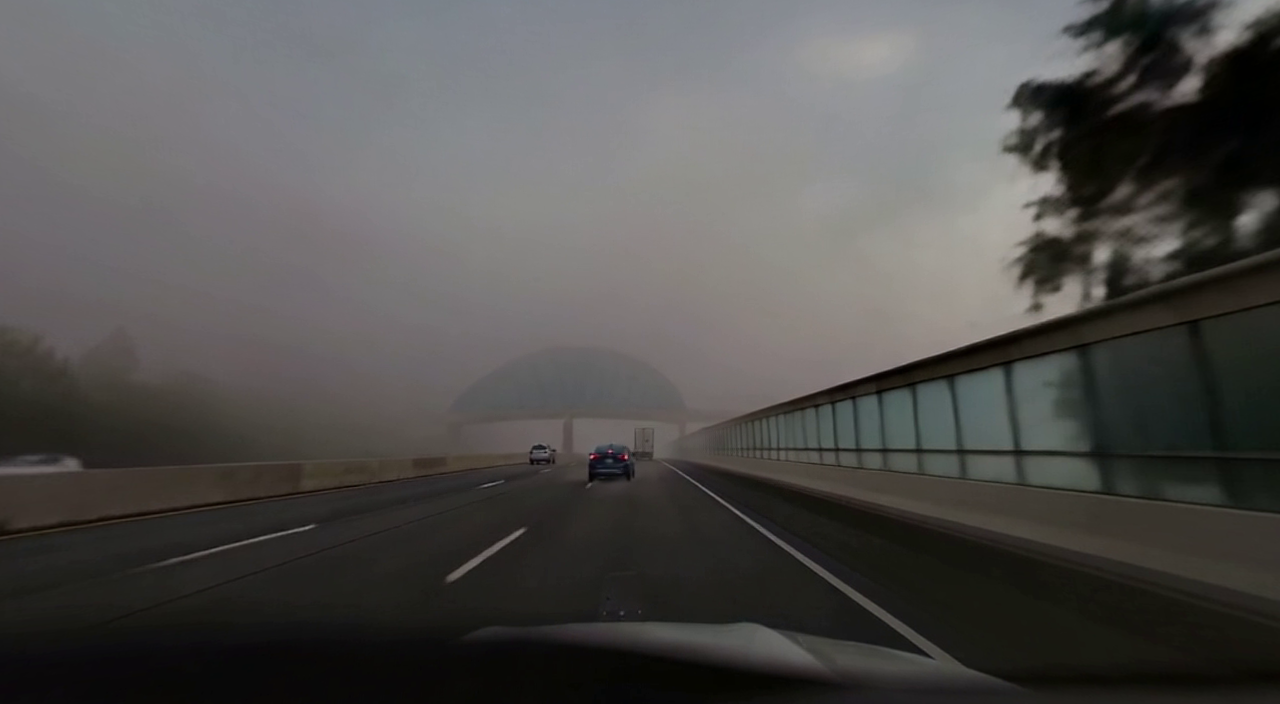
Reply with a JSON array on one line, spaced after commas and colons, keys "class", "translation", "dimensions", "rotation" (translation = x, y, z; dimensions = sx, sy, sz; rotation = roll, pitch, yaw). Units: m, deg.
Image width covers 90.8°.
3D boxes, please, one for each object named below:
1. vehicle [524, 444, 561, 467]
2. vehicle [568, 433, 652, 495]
[{"class": "vehicle", "translation": [-7.293, 7.774, 47.525], "dimensions": [2.024, 1.605, 4.499], "rotation": [0, -9, 0]}, {"class": "vehicle", "translation": [-0.800, 3.503, 20.091], "dimensions": [2.299, 1.716, 4.579], "rotation": [-1, -9, 2]}]
